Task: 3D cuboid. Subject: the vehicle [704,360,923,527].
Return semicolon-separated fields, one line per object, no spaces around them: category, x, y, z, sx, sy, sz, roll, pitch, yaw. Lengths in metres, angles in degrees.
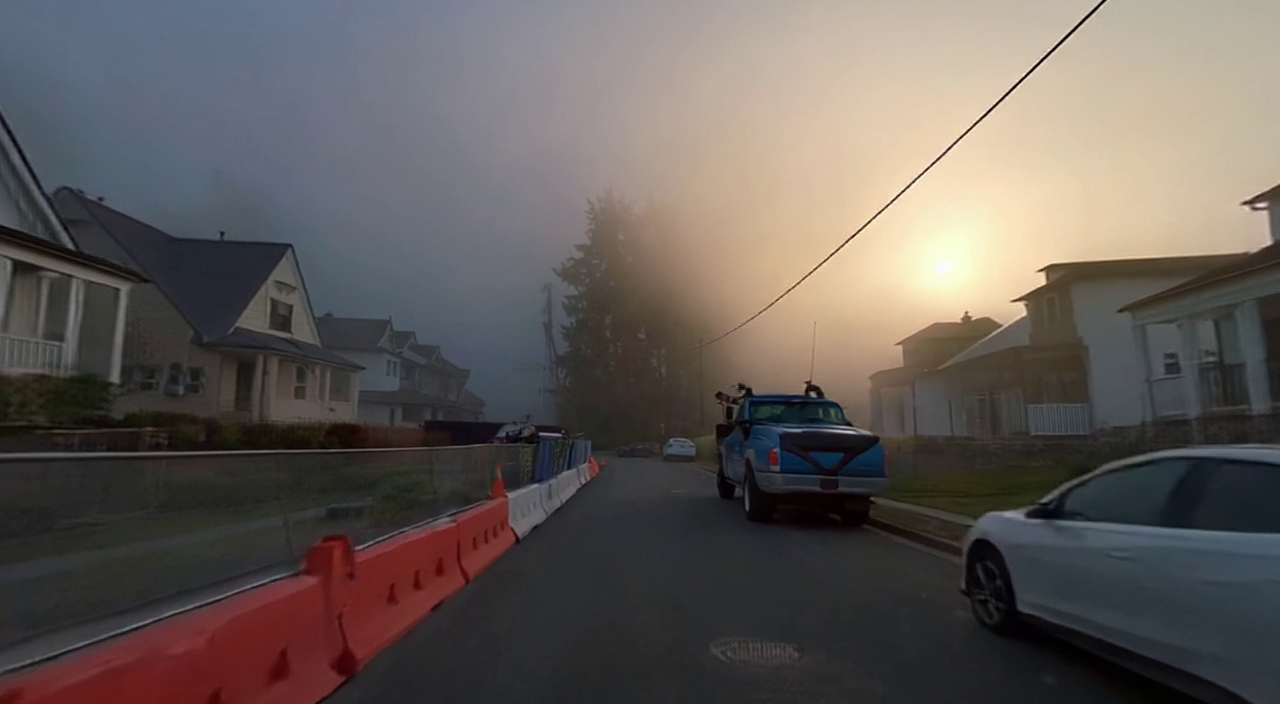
vehicle;3.243;1.940;13.796;2.879;2.801;6.142;0;-8;-2

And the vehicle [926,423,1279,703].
vehicle;3.302;1.149;3.226;1.821;1.530;3.846;0;-8;-1
